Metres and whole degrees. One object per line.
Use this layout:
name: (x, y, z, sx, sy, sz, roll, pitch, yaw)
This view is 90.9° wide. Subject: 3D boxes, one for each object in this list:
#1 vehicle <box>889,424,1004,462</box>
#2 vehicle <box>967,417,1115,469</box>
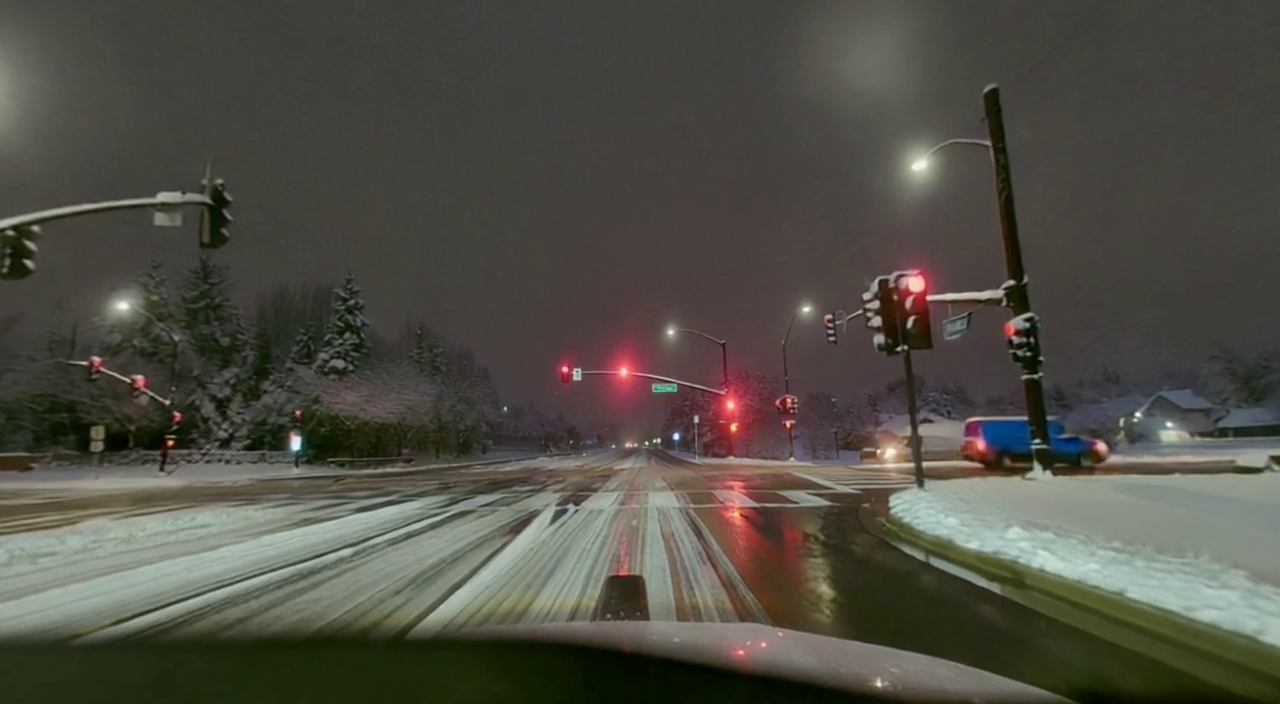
vehicle: (15.421, 4.613, 31.918, 4.790, 1.798, 1.909, -1, -8, 2)
vehicle: (15.867, 3.654, 25.172, 4.536, 1.965, 1.780, -1, -8, 5)
